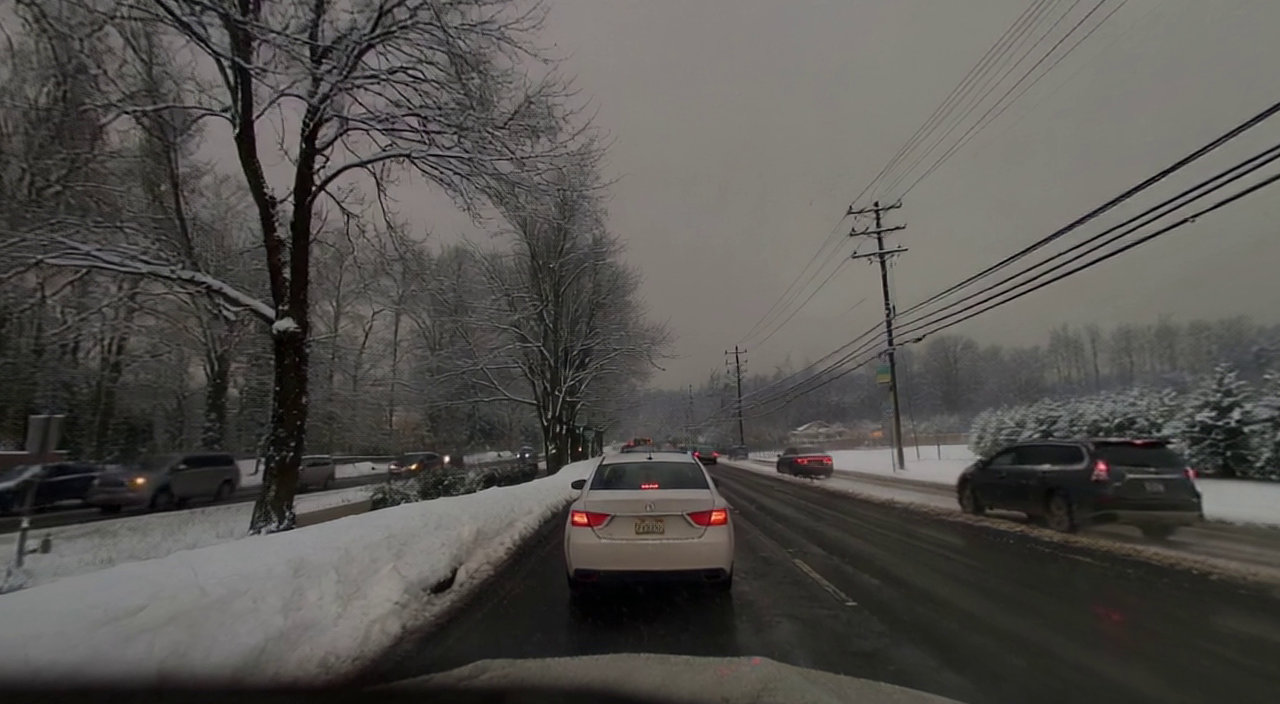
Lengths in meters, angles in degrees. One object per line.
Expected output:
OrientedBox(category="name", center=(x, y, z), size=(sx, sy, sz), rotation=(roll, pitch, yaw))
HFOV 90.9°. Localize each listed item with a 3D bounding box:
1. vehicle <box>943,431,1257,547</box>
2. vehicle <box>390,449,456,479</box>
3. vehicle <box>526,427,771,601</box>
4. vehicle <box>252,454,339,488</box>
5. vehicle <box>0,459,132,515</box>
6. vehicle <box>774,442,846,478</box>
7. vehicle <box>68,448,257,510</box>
OrientedBox(category="vehicle", center=(7.046, 2.102, 10.448), size=(1.850, 1.480, 4.474), rotation=(0, -8, 0))
OrientedBox(category="vehicle", center=(-11.835, 6.125, 34.716), size=(1.988, 1.486, 4.586), rotation=(0, -8, 1))
OrientedBox(category="vehicle", center=(0.069, 1.694, 7.476), size=(2.108, 1.479, 3.935), rotation=(0, -8, 0))
OrientedBox(category="vehicle", center=(-16.694, 5.754, 30.854), size=(1.856, 1.452, 4.530), rotation=(0, -8, -3))
OrientedBox(category="vehicle", center=(-19.334, 4.307, 20.518), size=(1.853, 1.489, 4.449), rotation=(0, -8, 0))
OrientedBox(category="vehicle", center=(7.496, 4.791, 28.280), size=(1.899, 1.458, 4.499), rotation=(0, -8, 0))
OrientedBox(category="vehicle", center=(-14.992, 3.978, 20.302), size=(2.291, 1.682, 4.835), rotation=(0, -8, 0))
